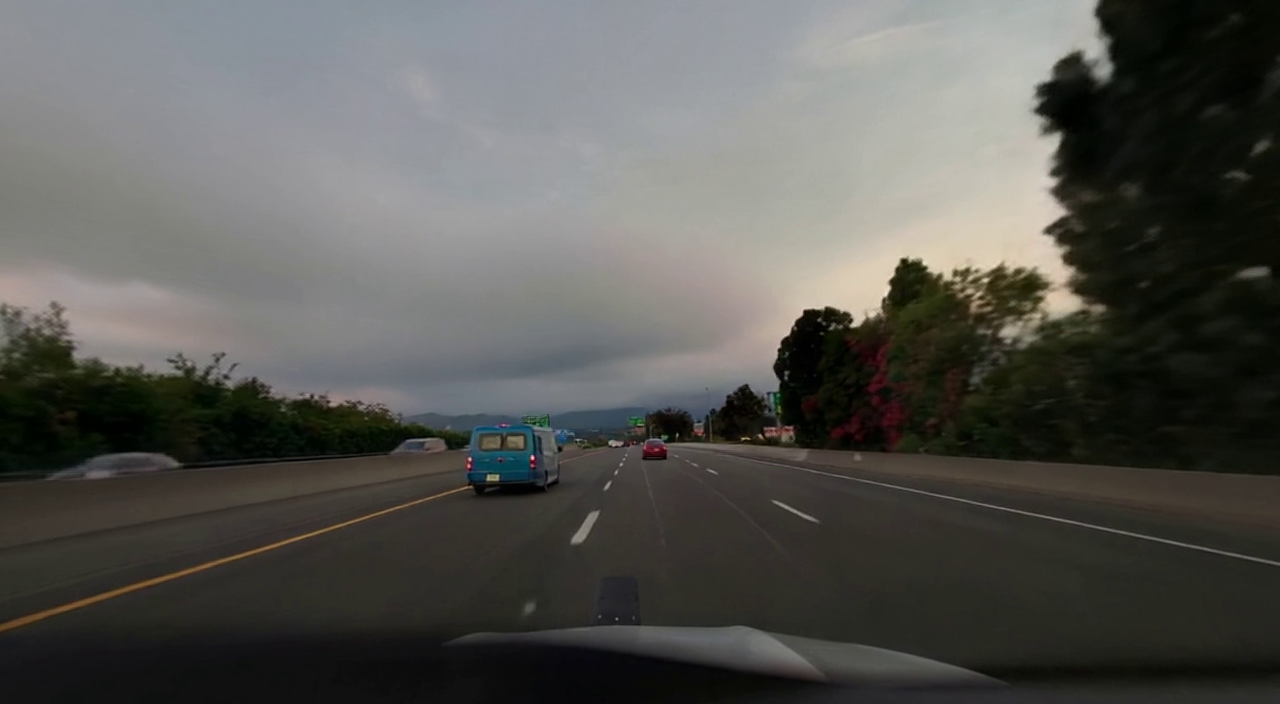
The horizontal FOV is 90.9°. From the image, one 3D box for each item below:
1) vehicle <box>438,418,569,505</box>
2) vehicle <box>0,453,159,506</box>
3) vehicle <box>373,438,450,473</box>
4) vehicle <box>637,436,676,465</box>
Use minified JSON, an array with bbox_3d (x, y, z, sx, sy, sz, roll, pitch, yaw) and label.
[{"bbox_3d":[-3.010,2.504,14.974,2.061,1.732,4.457,0,-8,1],"label":"vehicle"},{"bbox_3d":[-19.090,4.283,21.569,2.015,1.482,4.116,0,-8,0],"label":"vehicle"},{"bbox_3d":[-10.935,4.976,30.595,1.991,1.545,4.735,0,-8,0],"label":"vehicle"},{"bbox_3d":[0.908,5.821,37.551,2.151,1.550,4.694,0,-8,-1],"label":"vehicle"}]
